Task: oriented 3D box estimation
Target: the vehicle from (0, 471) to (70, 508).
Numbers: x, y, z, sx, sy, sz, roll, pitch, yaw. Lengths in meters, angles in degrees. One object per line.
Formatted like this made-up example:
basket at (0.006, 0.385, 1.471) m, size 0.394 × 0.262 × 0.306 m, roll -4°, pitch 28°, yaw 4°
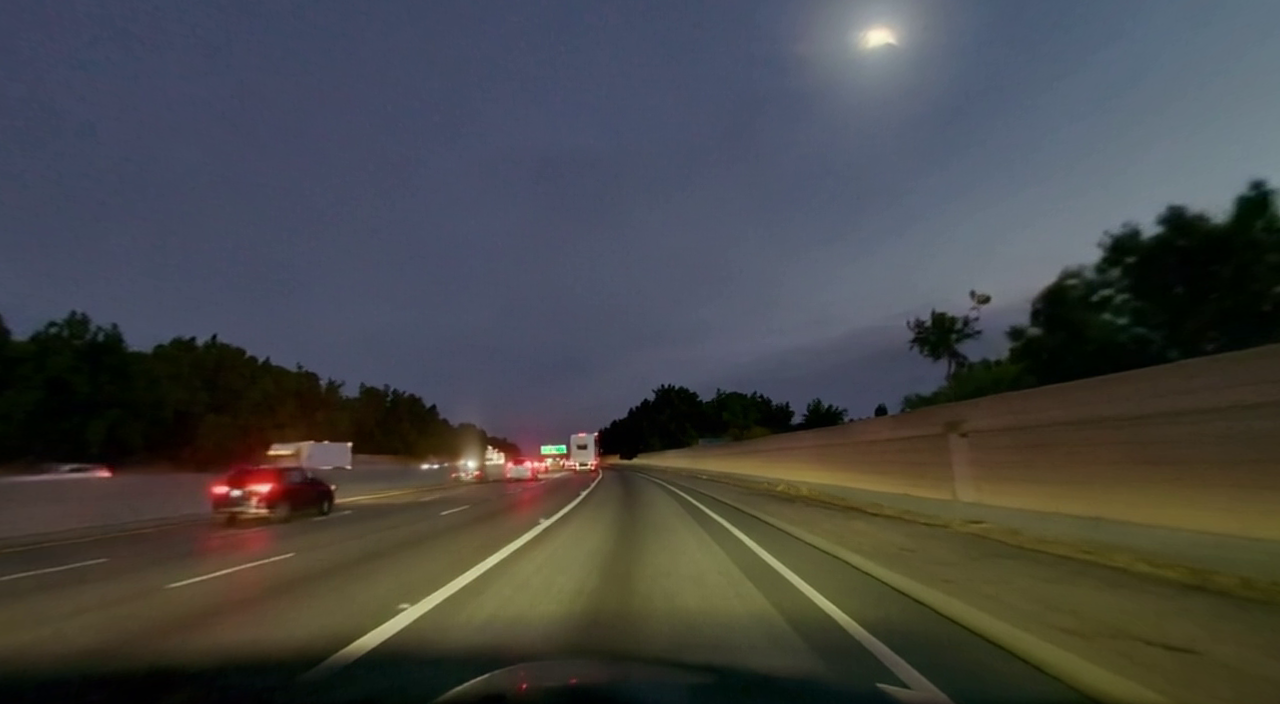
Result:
vehicle at (-28.436, 6.110, 27.987) m, size 1.854 × 1.500 × 4.763 m, roll 0°, pitch -9°, yaw -2°

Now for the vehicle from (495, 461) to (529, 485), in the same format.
vehicle at (-8.955, 8.488, 44.245) m, size 1.778 × 1.560 × 3.030 m, roll 0°, pitch -9°, yaw -2°

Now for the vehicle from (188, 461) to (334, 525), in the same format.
vehicle at (-12.333, 4.576, 20.964) m, size 2.005 × 1.774 × 4.610 m, roll 0°, pitch -9°, yaw 0°

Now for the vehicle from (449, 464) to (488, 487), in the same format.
vehicle at (-13.019, 9.361, 48.026) m, size 1.872 × 1.536 × 4.134 m, roll 0°, pitch -9°, yaw -1°
